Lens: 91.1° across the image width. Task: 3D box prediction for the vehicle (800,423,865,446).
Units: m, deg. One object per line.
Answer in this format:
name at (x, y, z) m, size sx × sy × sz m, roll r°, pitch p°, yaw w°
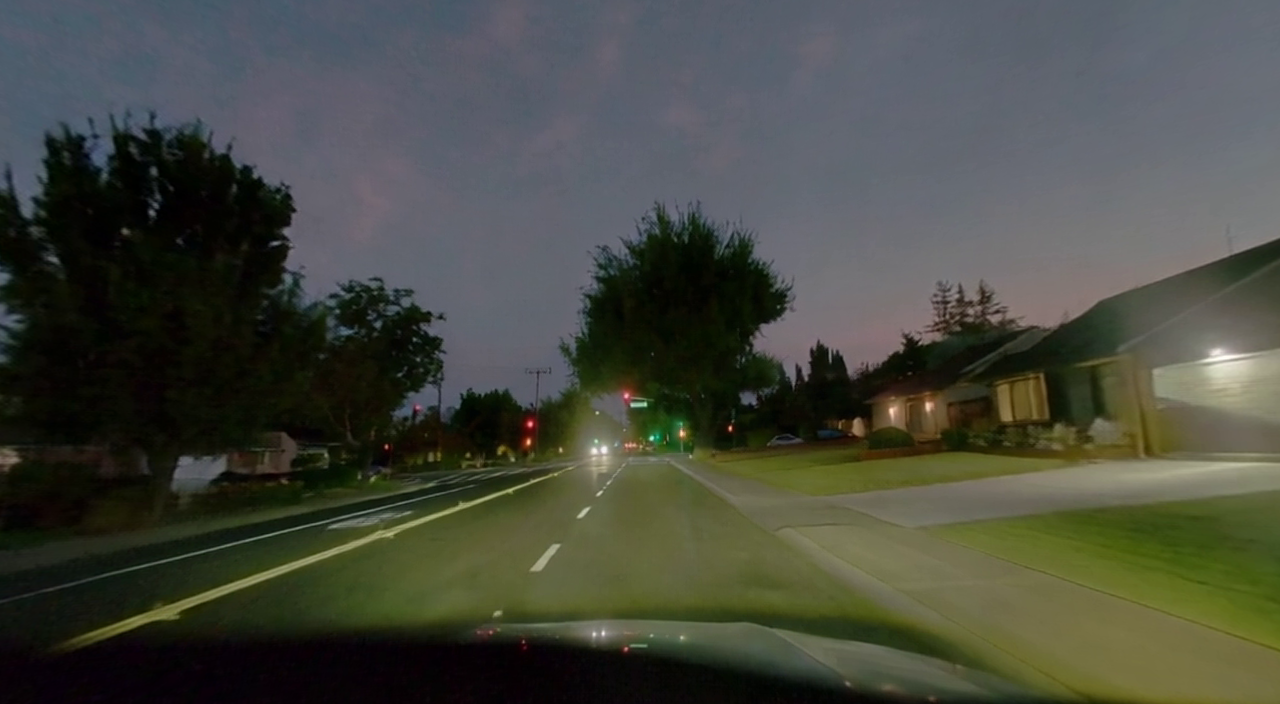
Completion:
vehicle at (14.657, 6.333, 48.036) m, size 4.319 × 1.700 × 2.034 m, roll 0°, pitch -8°, yaw 1°
